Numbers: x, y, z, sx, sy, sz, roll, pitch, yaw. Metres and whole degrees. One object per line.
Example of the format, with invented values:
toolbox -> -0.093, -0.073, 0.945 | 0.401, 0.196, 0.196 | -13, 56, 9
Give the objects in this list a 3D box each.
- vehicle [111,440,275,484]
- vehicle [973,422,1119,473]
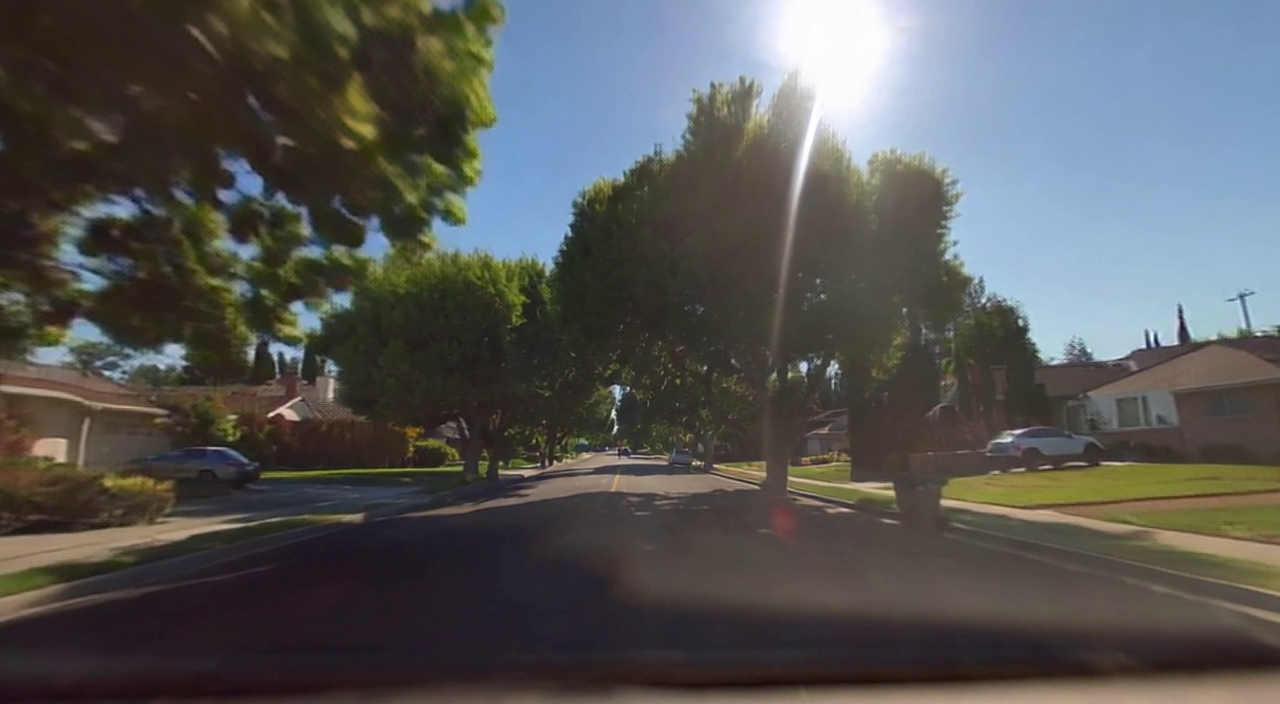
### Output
vehicle -> -16.032, 3.970, 22.768 | 4.351, 1.474, 2.015 | 0, -9, -2
vehicle -> 15.129, 3.558, 23.523 | 4.468, 1.728, 2.135 | 3, -9, -19
